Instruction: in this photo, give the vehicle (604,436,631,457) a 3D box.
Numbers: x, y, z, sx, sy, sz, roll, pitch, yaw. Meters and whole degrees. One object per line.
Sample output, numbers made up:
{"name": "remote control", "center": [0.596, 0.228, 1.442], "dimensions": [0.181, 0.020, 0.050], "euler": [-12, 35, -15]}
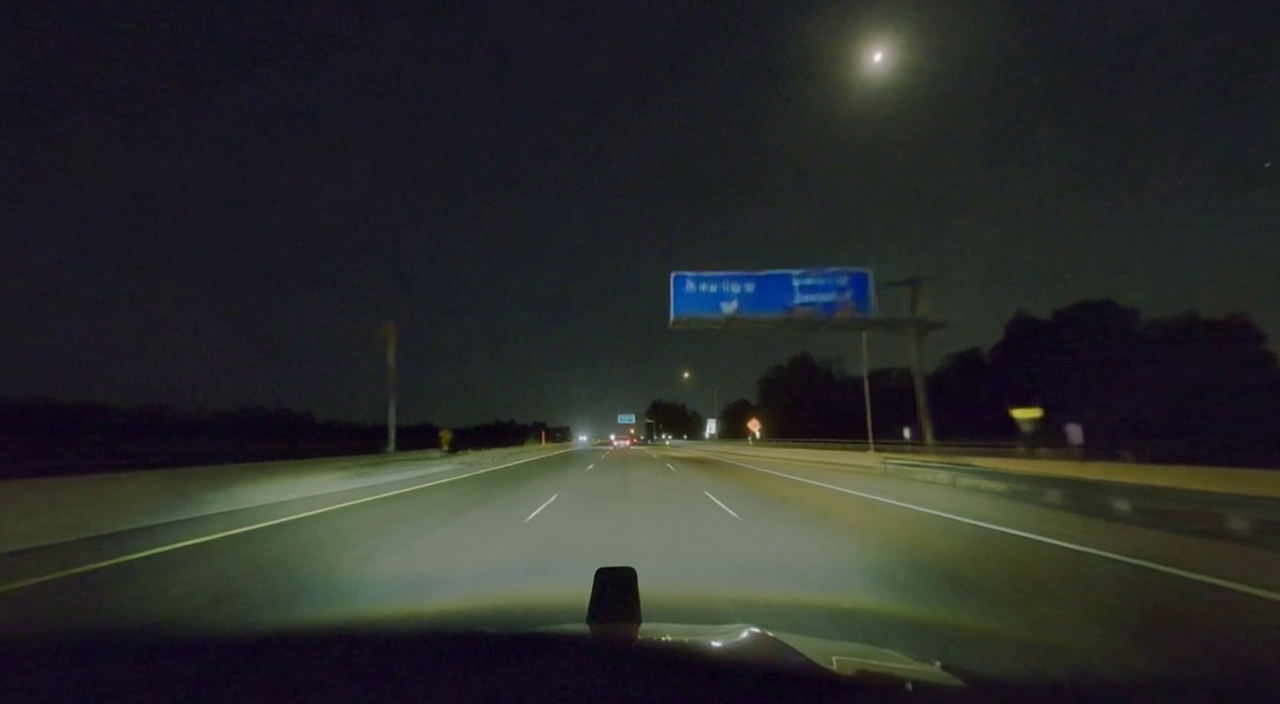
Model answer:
{"name": "vehicle", "center": [-1.671, 7.087, 47.621], "dimensions": [1.993, 1.519, 4.046], "euler": [0, -8, -1]}
